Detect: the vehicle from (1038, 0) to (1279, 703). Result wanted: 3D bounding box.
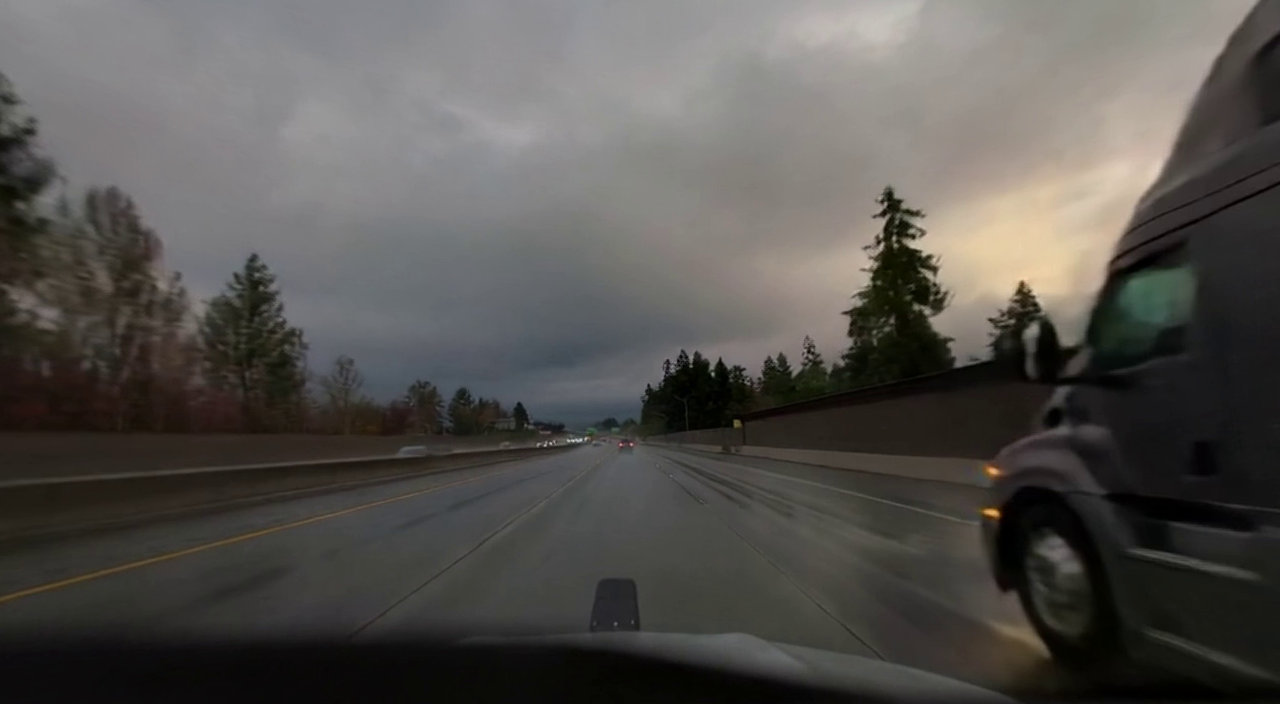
[{"bbox_3d":[3.992,-0.626,0.546,3.055,4.061,6.127,0,-8,0],"label":"vehicle"}]

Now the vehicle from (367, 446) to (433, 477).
[{"bbox_3d":[-12.610,5.756,33.406,1.882,1.483,4.305,0,-8,-1],"label":"vehicle"}]
